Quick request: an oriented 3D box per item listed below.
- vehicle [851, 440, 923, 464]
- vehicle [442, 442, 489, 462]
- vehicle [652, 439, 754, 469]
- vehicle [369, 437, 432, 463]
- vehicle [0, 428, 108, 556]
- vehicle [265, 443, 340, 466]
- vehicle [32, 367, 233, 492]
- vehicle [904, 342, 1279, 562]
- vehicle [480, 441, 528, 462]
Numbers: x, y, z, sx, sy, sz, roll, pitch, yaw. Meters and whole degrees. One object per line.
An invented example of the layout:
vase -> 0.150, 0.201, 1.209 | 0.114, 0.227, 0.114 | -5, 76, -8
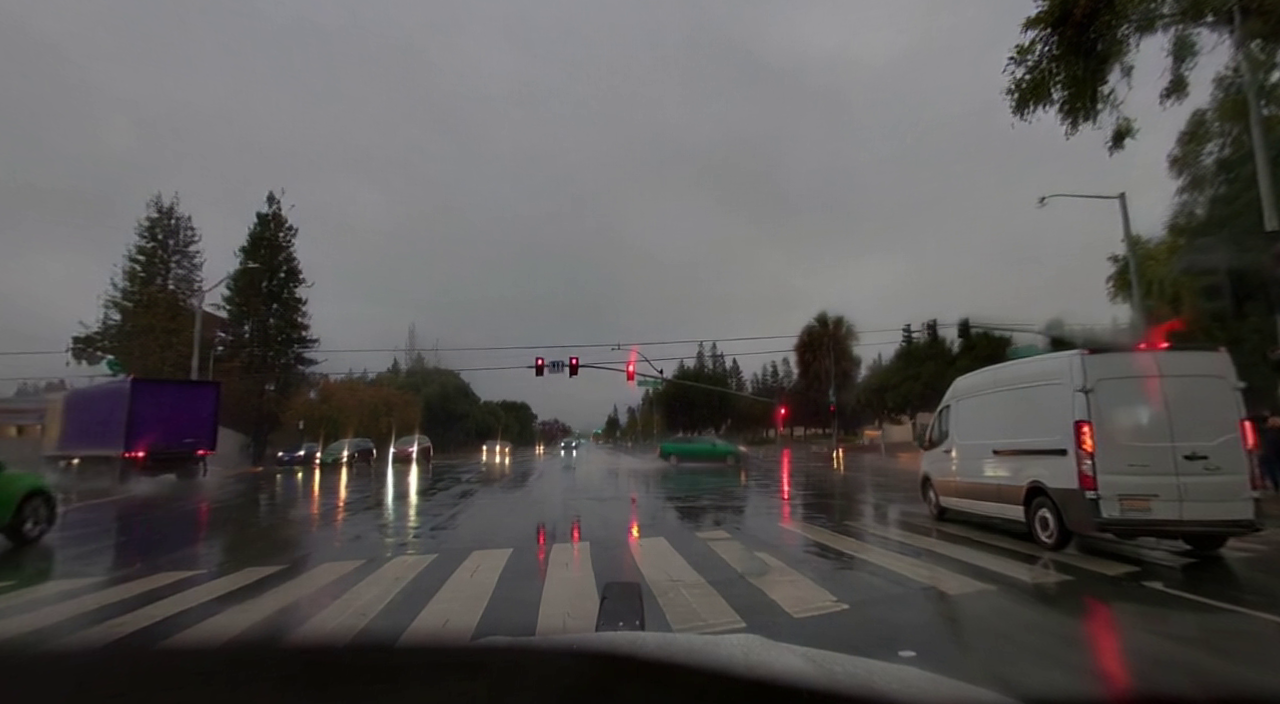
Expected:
vehicle -> 17.071, 6.903, 43.633 | 4.524, 1.560, 2.052 | 4, -10, -28
vehicle -> -13.145, 7.585, 47.863 | 1.845, 1.426, 4.289 | -1, -9, 8
vehicle -> 3.265, 5.298, 32.950 | 4.846, 1.487, 2.086 | -5, -10, 29
vehicle -> -17.345, 7.146, 46.012 | 2.189, 1.753, 4.785 | -1, -9, 8
vehicle -> -8.495, 1.575, 6.902 | 1.993, 1.496, 4.524 | 1, -9, -10
vehicle -> -21.803, 6.639, 41.024 | 1.859, 1.415, 4.591 | -1, -9, 8
vehicle -> -15.928, 2.490, 19.701 | 6.726, 3.230, 3.112 | -7, -11, 37
vehicle -> 6.551, 1.517, 9.945 | 2.332, 2.511, 5.326 | 0, -9, -1
vehicle -> -10.111, 7.462, 47.410 | 2.097, 1.484, 4.596 | -1, -9, 8
